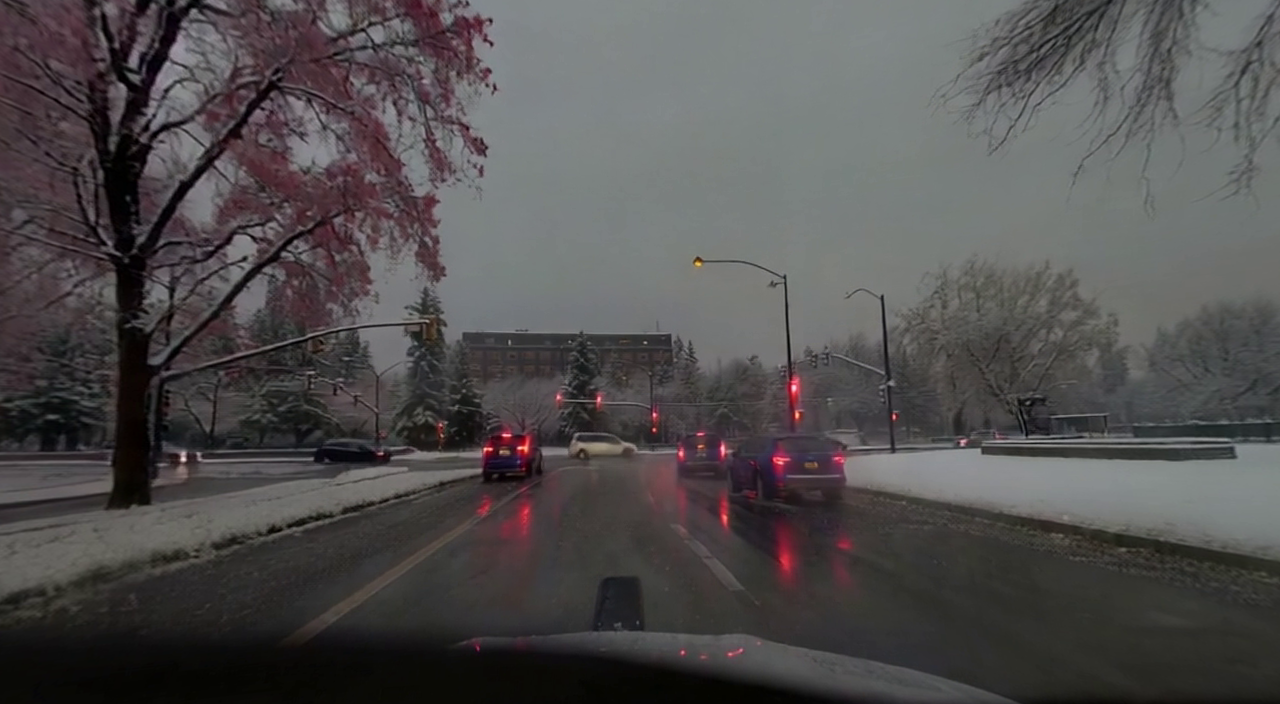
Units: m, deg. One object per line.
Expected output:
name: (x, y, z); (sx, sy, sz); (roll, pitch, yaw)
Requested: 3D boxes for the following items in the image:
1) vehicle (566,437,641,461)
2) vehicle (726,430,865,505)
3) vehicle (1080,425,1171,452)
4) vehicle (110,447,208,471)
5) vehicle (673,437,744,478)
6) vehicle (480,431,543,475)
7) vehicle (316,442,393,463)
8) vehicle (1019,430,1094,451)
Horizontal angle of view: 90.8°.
vehicle: (-2.418, 6.454, 42.101); (4.829, 1.470, 1.874); (0, -8, -4)
vehicle: (3.546, 2.730, 15.366); (2.019, 1.518, 4.285); (0, -9, -4)
vehicle: (31.629, 5.650, 41.230); (4.520, 1.640, 1.825); (0, -9, -4)
vehicle: (-30.474, 6.778, 40.124); (4.526, 1.452, 1.920); (0, -8, -4)
vehicle: (2.549, 4.085, 24.707); (2.007, 1.466, 4.291); (0, -8, -4)
vehicle: (-5.361, 4.278, 26.964); (1.995, 1.703, 4.367); (0, -8, -3)
vehicle: (-19.937, 7.021, 44.256); (4.549, 1.439, 1.794); (0, -9, -4)
vehicle: (29.521, 6.297, 44.868); (4.097, 1.436, 1.739); (0, -8, -3)
